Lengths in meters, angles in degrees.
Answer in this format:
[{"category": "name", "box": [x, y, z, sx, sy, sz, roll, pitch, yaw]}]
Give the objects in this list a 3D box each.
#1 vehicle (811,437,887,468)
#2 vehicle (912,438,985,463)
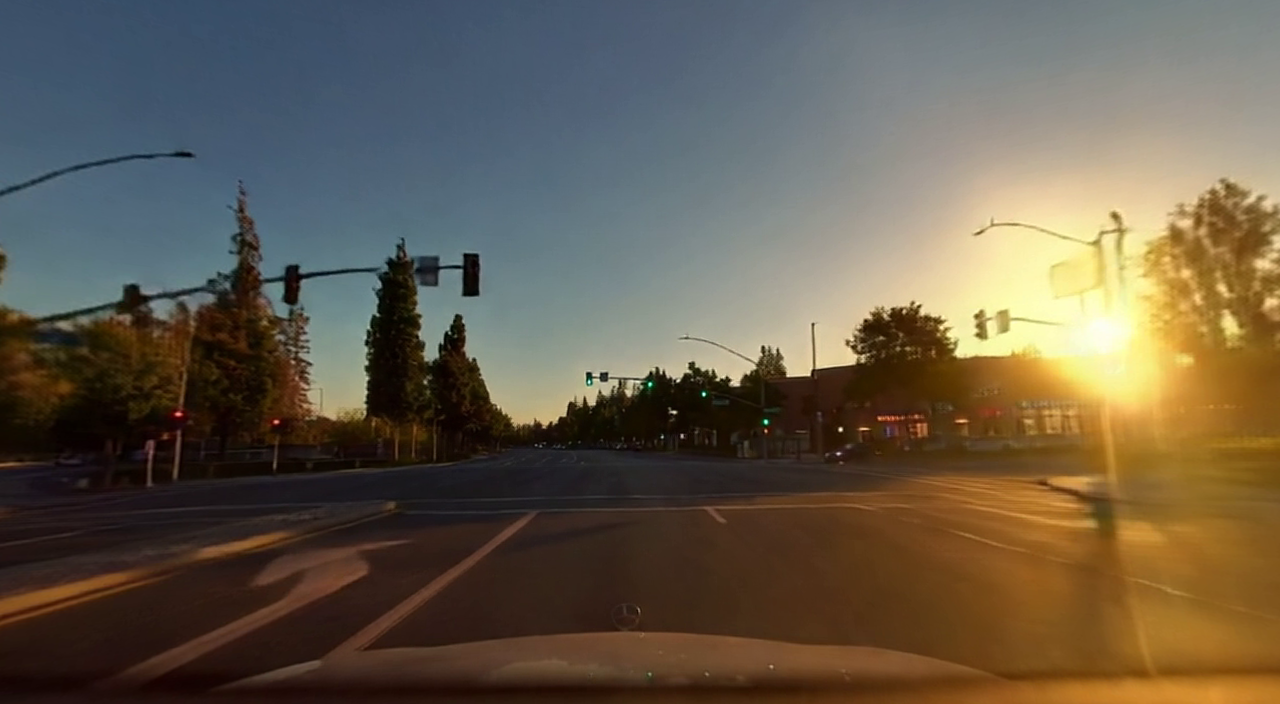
[{"category": "vehicle", "box": [12.170, 5.841, 36.789, 3.780, 1.496, 1.867, 0, -8, -23]}, {"category": "vehicle", "box": [19.101, 6.081, 39.155, 3.942, 1.505, 1.848, 4, -9, -23]}]
